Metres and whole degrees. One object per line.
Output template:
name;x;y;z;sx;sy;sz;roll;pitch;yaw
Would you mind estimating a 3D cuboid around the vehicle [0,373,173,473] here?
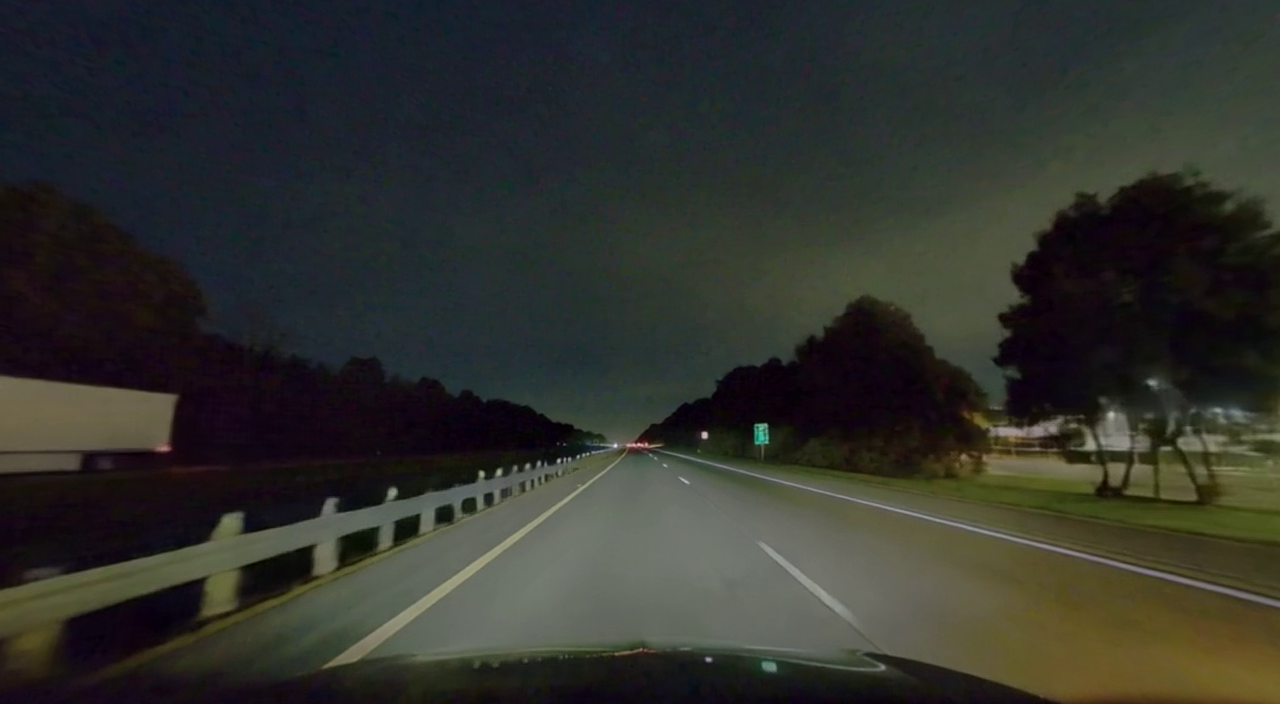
vehicle;-28.477;3.175;27.709;2.960;4.169;16.960;0;-8;0
